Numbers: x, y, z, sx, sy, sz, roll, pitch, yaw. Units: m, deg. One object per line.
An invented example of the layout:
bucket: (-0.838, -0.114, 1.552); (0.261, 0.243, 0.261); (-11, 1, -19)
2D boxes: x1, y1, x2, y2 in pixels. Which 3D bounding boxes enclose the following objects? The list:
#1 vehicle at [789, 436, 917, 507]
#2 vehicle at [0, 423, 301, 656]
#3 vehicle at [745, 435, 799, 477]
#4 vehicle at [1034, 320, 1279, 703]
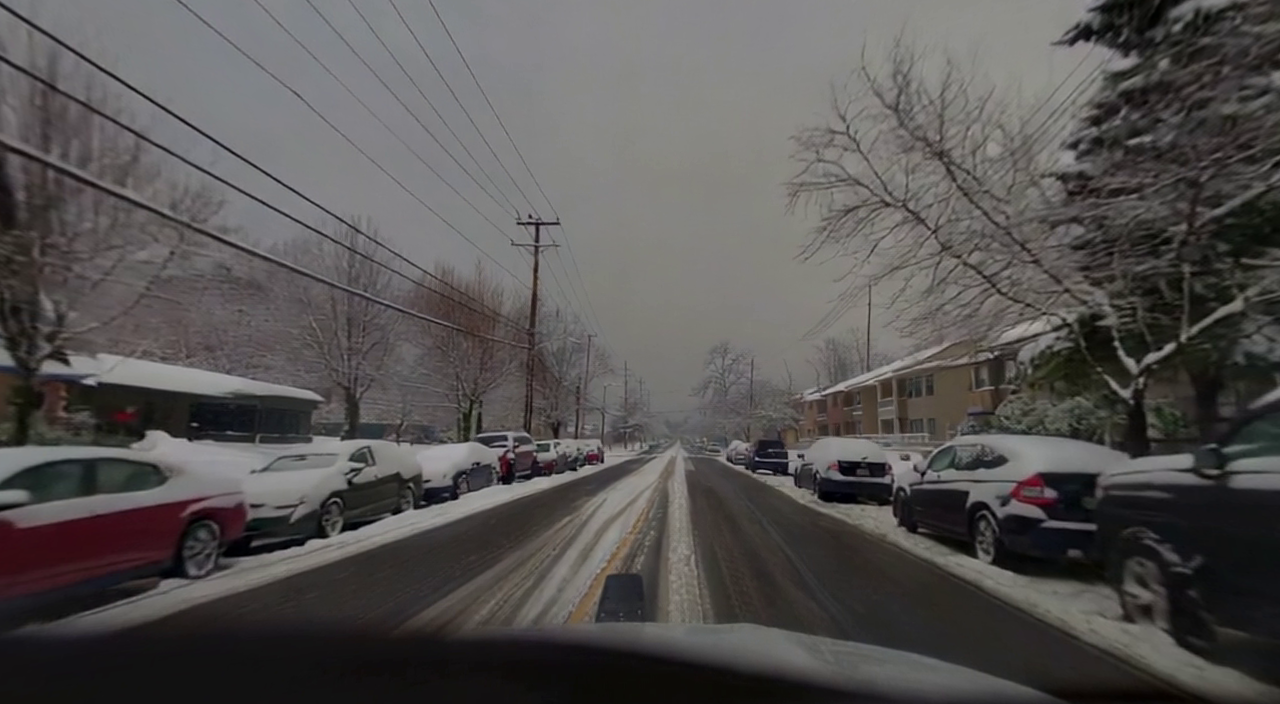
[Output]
vehicle: (5.388, 3.054, 16.751); (1.910, 1.567, 4.856); (0, -8, 3)
vehicle: (-5.092, 1.337, 5.092); (1.950, 1.494, 4.816); (0, -7, 2)
vehicle: (6.005, 4.772, 29.214); (1.936, 1.756, 4.127); (-1, -8, 5)
vehicle: (4.620, 0.776, 2.674); (2.407, 2.088, 5.951); (-1, -8, 4)
